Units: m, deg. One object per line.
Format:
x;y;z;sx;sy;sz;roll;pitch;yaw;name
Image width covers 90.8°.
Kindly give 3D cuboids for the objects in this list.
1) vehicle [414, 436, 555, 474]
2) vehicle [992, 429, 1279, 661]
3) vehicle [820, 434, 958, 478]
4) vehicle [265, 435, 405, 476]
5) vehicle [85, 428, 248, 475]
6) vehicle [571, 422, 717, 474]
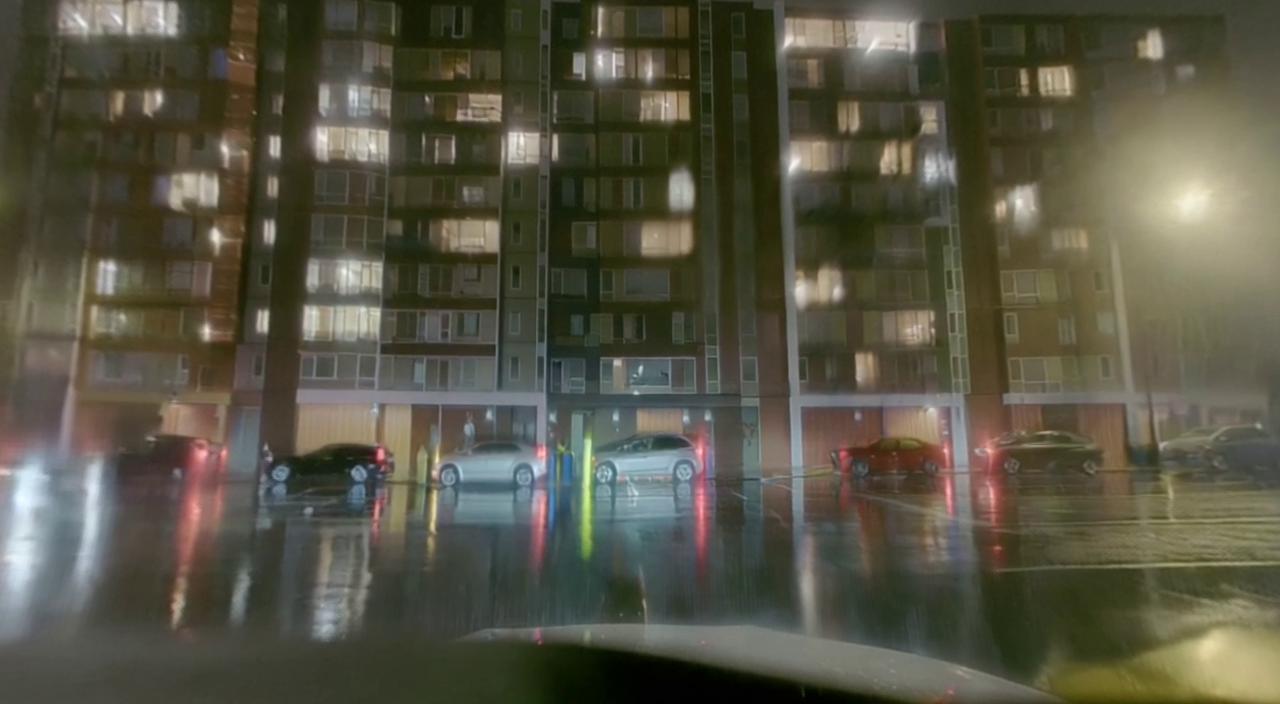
-5.752;3.904;23.847;4.851;1.339;1.785;0;-10;-2;vehicle
5.926;1.450;5.354;4.714;1.471;1.978;0;-4;1;vehicle
9.464;3.953;24.254;4.521;1.411;1.726;-2;-7;-4;vehicle
-11.383;3.889;23.806;4.336;1.438;1.776;1;-8;-3;vehicle
-17.489;3.682;23.549;4.426;1.641;1.889;1;-8;-5;vehicle
0.090;3.681;24.037;5.299;1.860;2.098;1;-9;-5;vehicle
